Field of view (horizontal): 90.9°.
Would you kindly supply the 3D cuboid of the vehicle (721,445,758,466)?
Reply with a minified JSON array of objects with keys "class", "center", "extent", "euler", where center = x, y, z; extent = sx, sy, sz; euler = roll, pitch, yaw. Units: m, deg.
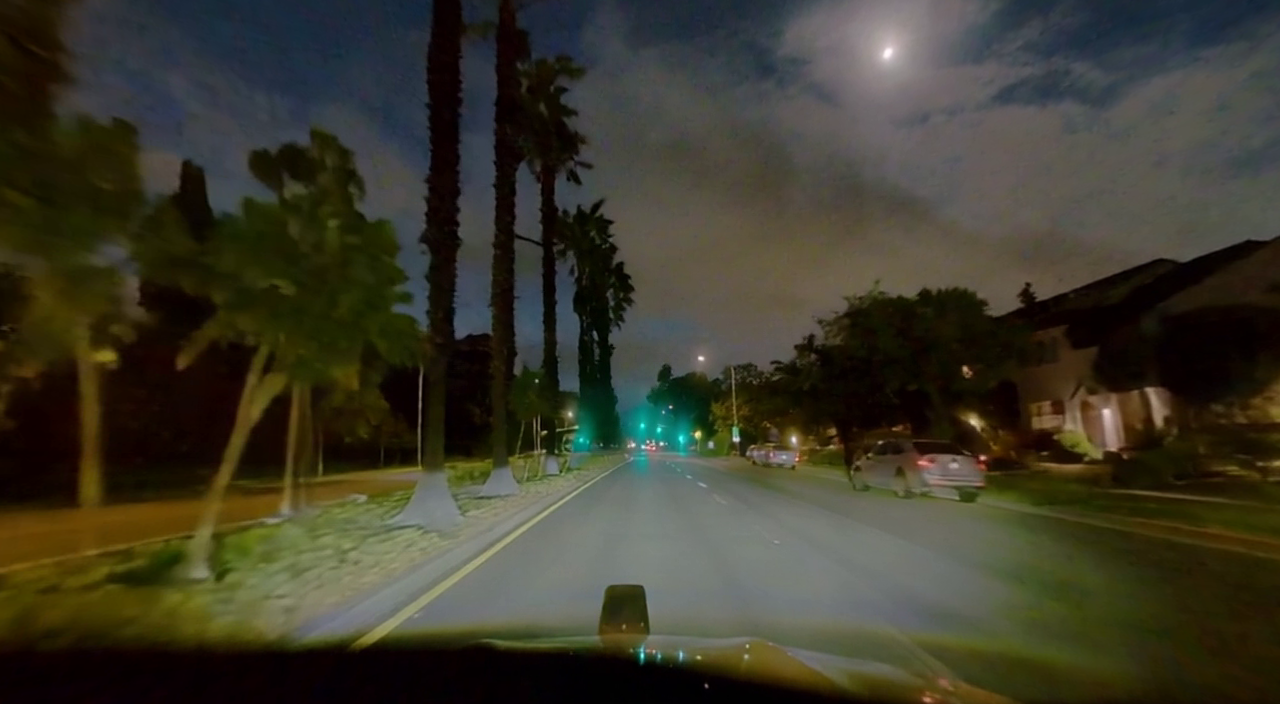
[{"class":"vehicle","center":[7.350,7.687,47.002],"extent":[1.987,1.469,4.497],"euler":[0,-8,-1]}]

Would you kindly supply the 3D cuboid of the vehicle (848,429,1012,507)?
[{"class":"vehicle","center":[6.995,2.838,15.898],"extent":[2.126,1.639,4.539],"euler":[0,-8,3]}]
